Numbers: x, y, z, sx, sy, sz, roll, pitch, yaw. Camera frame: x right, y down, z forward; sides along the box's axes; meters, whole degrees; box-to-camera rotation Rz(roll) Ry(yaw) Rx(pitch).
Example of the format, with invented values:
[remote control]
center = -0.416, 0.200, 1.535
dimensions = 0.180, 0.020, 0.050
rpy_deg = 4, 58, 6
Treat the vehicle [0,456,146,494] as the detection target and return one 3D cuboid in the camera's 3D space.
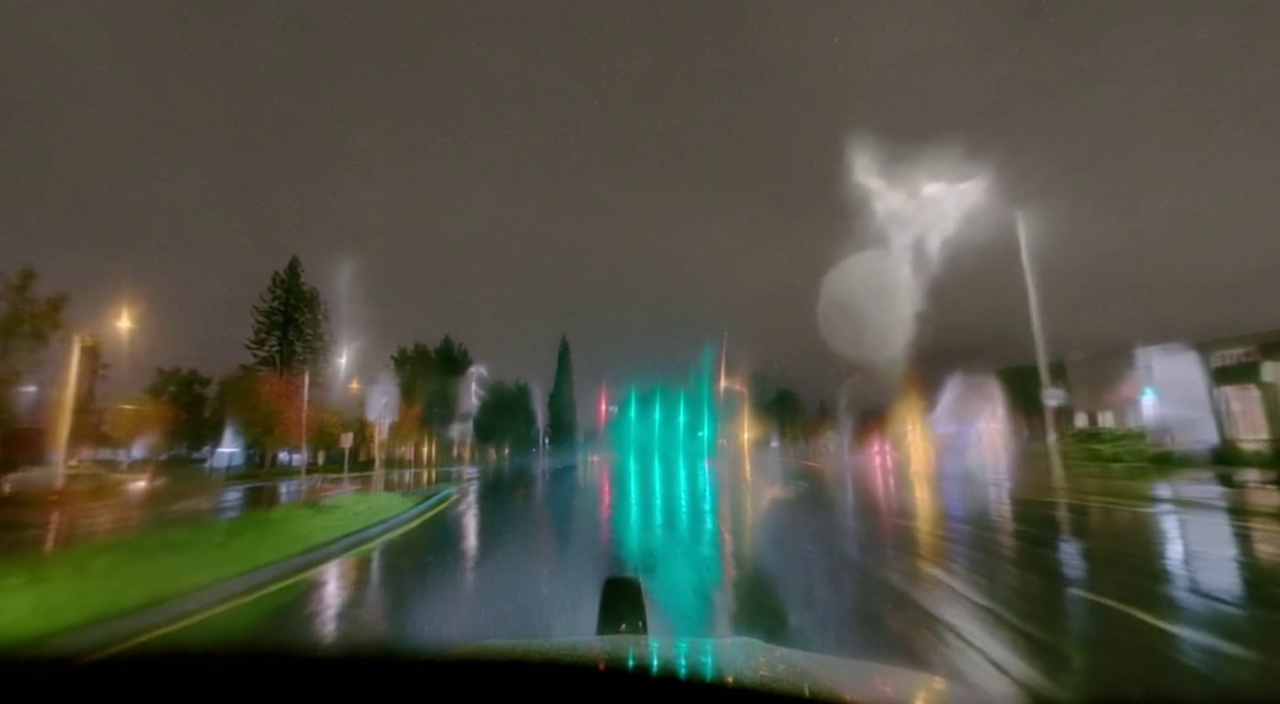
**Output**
[vehicle]
center = -32.013, 6.901, 35.712
dimensions = 2.510, 1.873, 5.815
rpy_deg = -2, -9, 10
